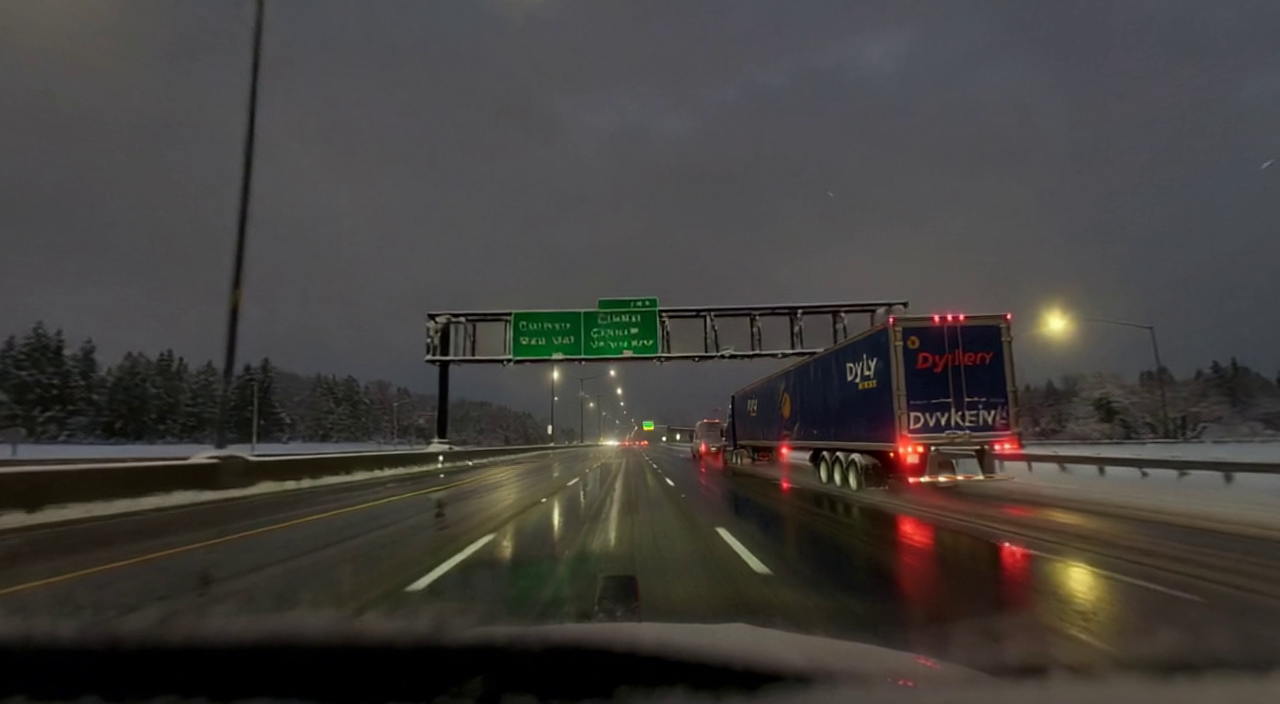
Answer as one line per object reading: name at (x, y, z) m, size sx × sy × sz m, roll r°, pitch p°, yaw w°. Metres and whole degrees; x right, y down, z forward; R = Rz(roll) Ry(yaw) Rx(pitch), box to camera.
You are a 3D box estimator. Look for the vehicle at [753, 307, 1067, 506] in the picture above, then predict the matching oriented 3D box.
vehicle at (6.756, 2.207, 20.613) m, size 2.962 × 3.947 × 16.241 m, roll 0°, pitch -8°, yaw -1°
